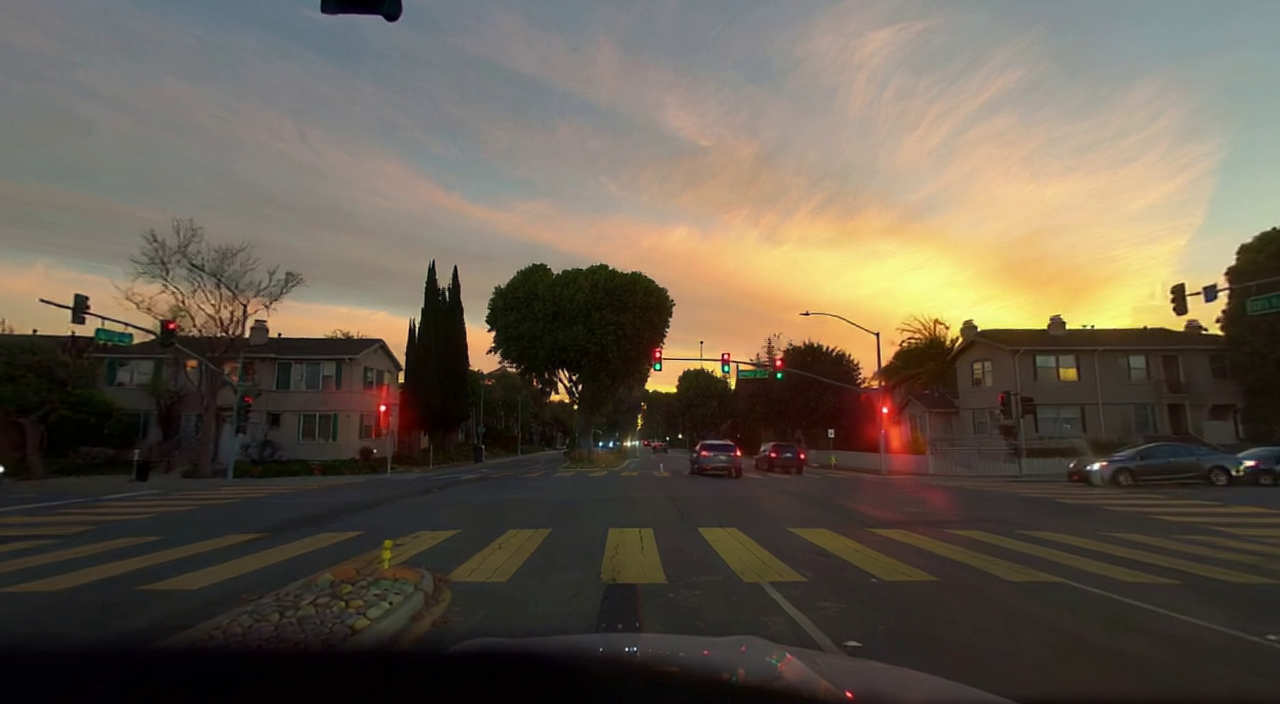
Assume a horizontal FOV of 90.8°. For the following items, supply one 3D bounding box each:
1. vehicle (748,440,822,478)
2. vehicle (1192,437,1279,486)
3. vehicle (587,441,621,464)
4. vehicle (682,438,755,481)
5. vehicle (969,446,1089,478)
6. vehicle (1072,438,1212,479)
[{"bbox_3d":[6.255,4.676,27.839,2.074,1.530,4.565,0,-9,-1],"label":"vehicle"},{"bbox_3d":[23.651,4.040,23.453,4.417,1.725,1.969,0,-9,-1],"label":"vehicle"},{"bbox_3d":[-2.364,6.713,42.285,2.045,1.484,3.991,0,-9,0],"label":"vehicle"},{"bbox_3d":[2.929,4.173,24.759,2.142,1.506,4.948,0,-9,-1],"label":"vehicle"},{"bbox_3d":[19.761,5.605,32.229,4.874,1.544,1.779,0,-9,1],"label":"vehicle"},{"bbox_3d":[23.523,4.988,29.732,4.807,1.835,2.033,0,-9,-1],"label":"vehicle"}]
